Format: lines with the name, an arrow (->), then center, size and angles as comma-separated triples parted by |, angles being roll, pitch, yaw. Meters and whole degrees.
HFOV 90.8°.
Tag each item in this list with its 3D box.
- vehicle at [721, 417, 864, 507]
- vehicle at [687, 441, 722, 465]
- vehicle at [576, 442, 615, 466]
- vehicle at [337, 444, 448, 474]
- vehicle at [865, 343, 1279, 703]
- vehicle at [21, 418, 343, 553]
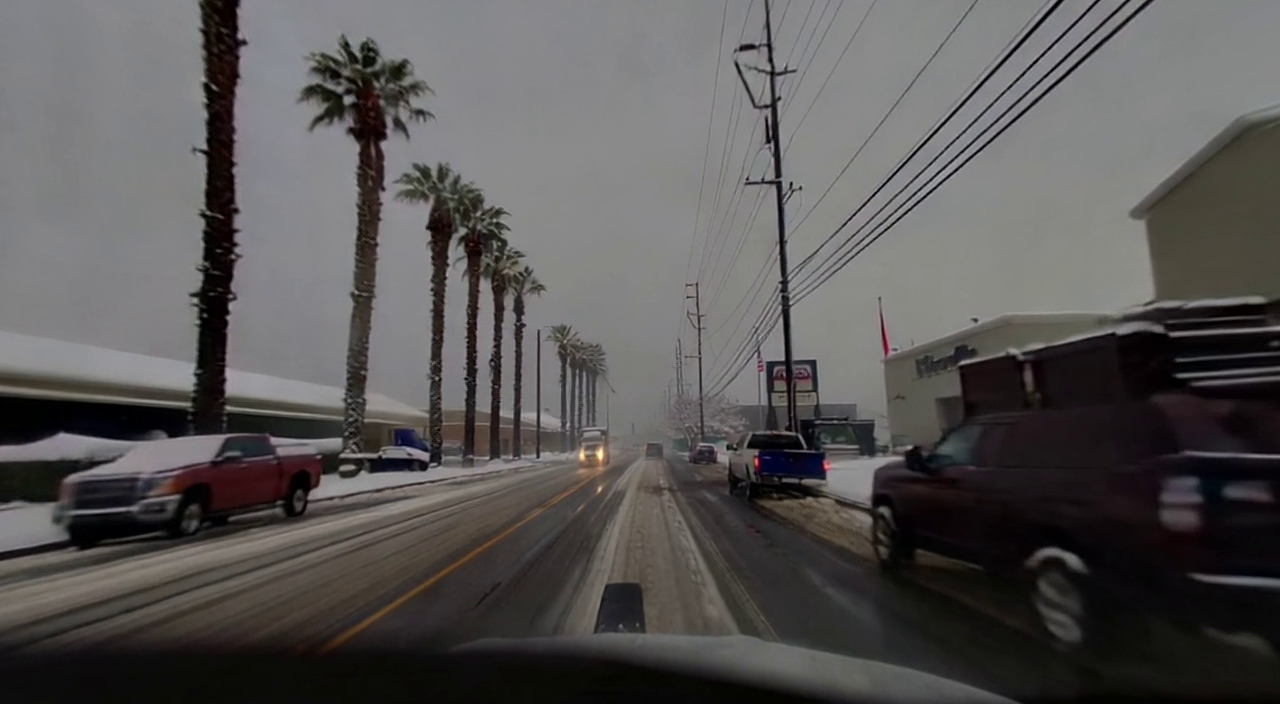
vehicle -> 3.770, 2.896, 17.088 | 2.345, 1.969, 6.070 | 0, -9, 0
vehicle -> 4.698, 7.442, 46.624 | 2.111, 1.611, 4.576 | 0, -9, 0
vehicle -> -2.871, 6.741, 41.895 | 2.033, 1.492, 4.477 | -1, -9, 3
vehicle -> -13.517, 5.866, 34.705 | 5.187, 1.563, 2.095 | 0, -9, 1
vehicle -> 3.826, 1.204, 5.321 | 2.098, 1.816, 4.709 | 0, -9, 0
vehicle -> -7.907, 2.348, 11.875 | 2.105, 1.836, 5.338 | -2, -9, 0
